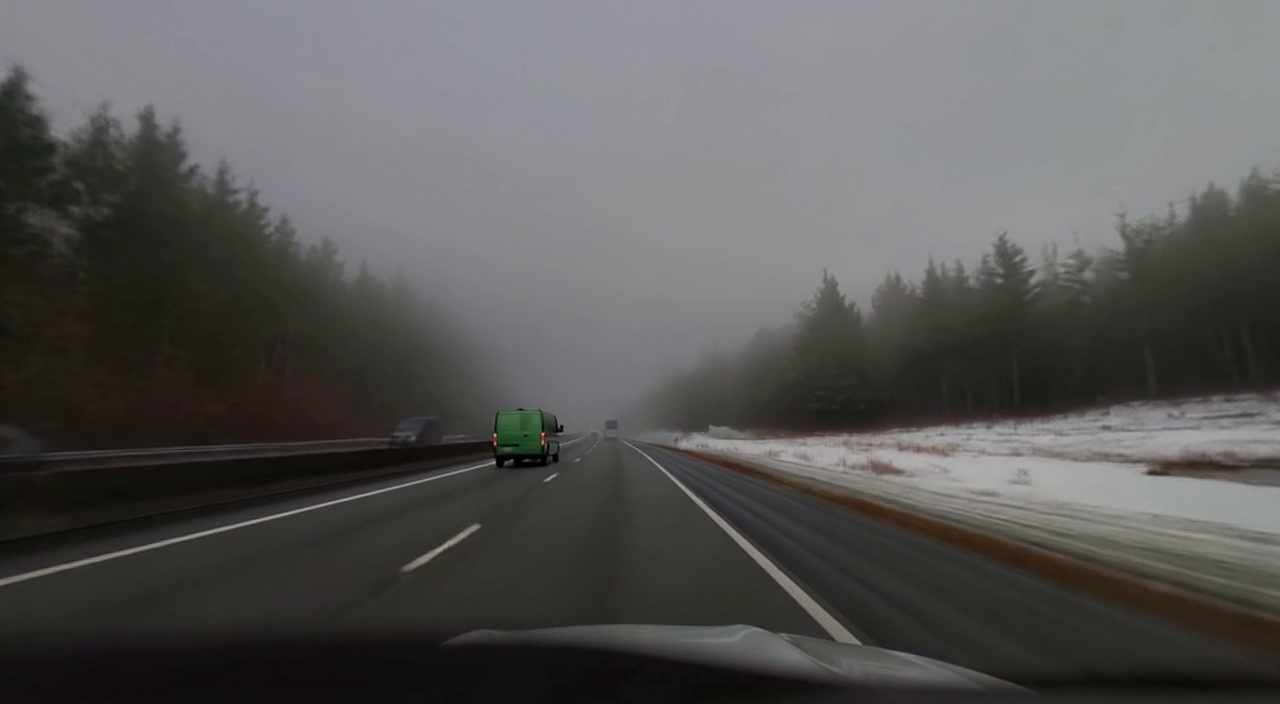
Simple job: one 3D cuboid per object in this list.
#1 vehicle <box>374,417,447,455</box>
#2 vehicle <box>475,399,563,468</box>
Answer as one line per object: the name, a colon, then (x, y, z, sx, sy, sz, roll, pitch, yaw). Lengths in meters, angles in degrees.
vehicle: (-12.326, 4.560, 34.119, 2.153, 1.918, 4.991, 0, -8, -1)
vehicle: (-4.725, 3.319, 25.596, 2.561, 2.509, 5.465, 0, -8, -1)
